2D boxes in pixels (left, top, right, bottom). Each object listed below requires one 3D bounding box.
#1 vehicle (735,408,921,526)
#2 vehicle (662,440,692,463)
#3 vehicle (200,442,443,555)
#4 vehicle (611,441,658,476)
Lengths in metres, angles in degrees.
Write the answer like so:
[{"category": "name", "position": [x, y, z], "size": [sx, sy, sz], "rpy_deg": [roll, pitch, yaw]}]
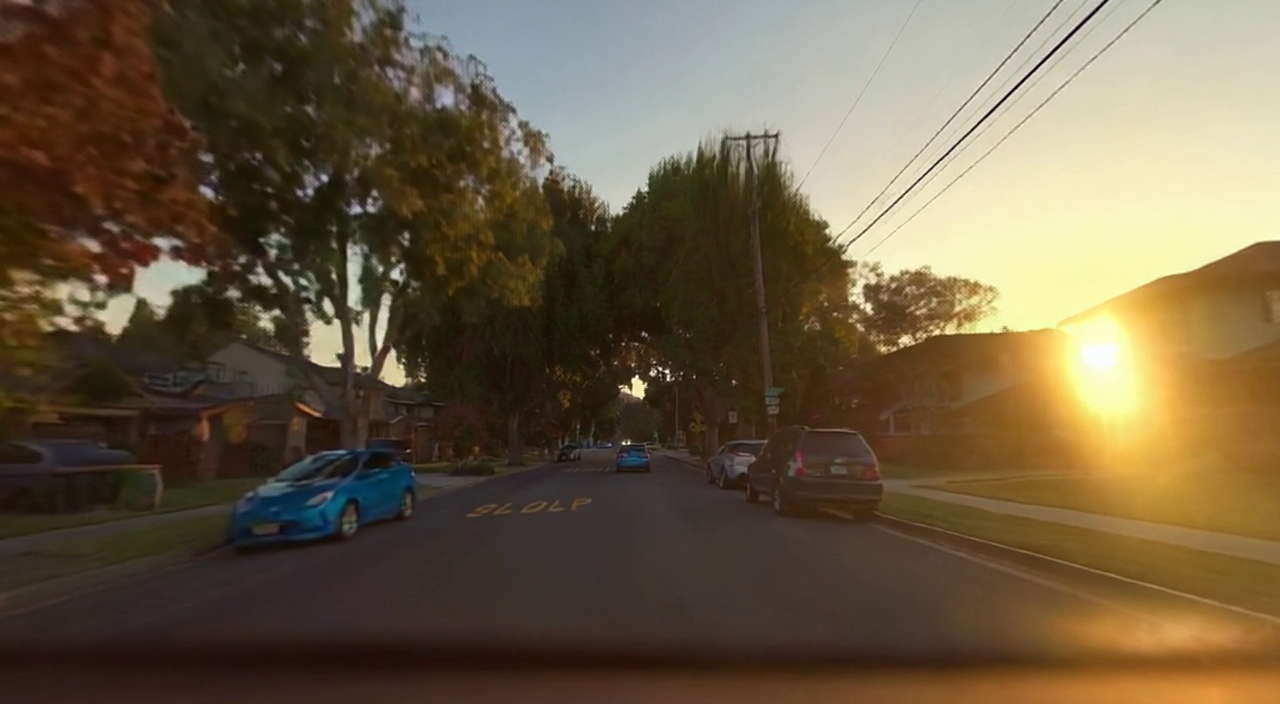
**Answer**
[{"category": "vehicle", "position": [3.533, 2.297, 13.143], "size": [2.221, 1.960, 4.927], "rpy_deg": [0, -8, -1]}, {"category": "vehicle", "position": [2.863, 7.757, 49.324], "size": [1.978, 1.690, 4.306], "rpy_deg": [0, -8, -1]}, {"category": "vehicle", "position": [-5.319, 2.439, 11.421], "size": [1.984, 1.498, 4.508], "rpy_deg": [-3, -8, 2]}, {"category": "vehicle", "position": [-0.276, 4.840, 28.987], "size": [2.000, 1.449, 4.006], "rpy_deg": [0, -8, -1]}]
